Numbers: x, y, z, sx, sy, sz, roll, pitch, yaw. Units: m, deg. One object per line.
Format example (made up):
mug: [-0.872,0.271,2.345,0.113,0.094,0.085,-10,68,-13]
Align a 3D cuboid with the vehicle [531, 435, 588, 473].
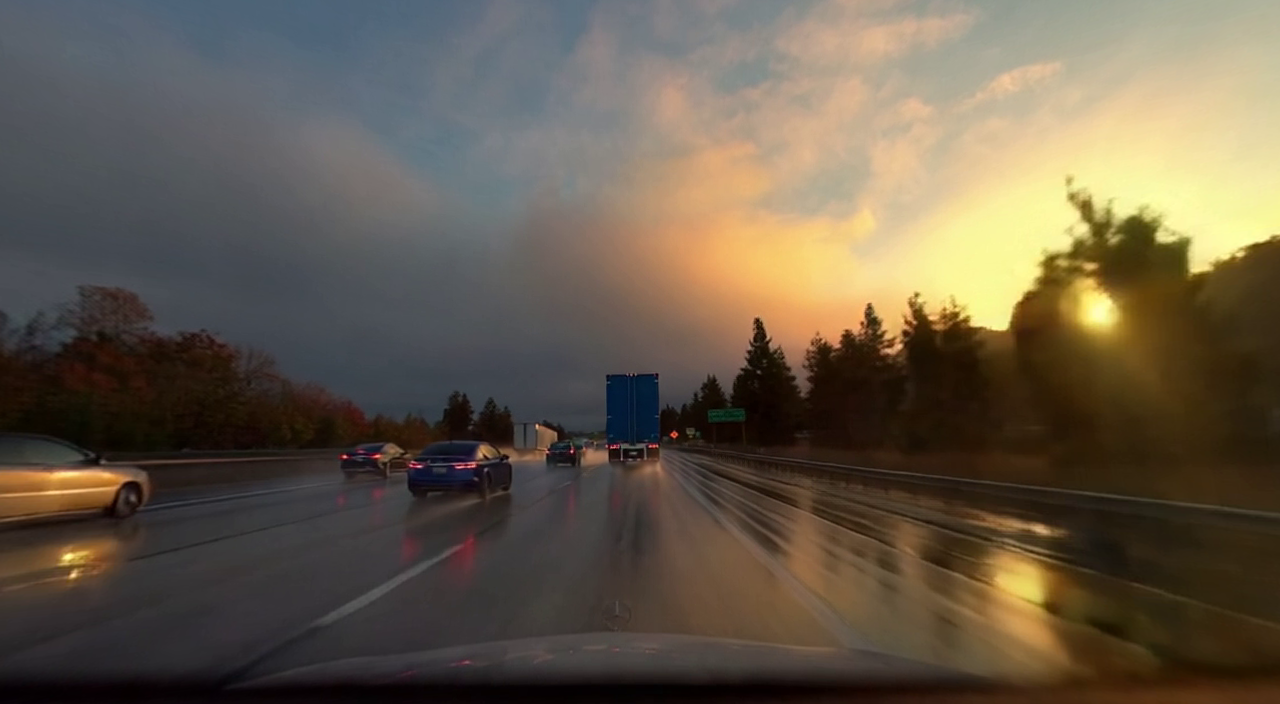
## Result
vehicle: [-3.763,4.863,30.223,2.158,1.680,4.087,0,-8,1]

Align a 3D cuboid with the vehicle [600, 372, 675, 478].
vehicle: [-0.276,3.584,29.873,2.913,4.113,10.724,0,-8,-2]

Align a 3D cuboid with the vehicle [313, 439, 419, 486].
vehicle: [-9.599,3.884,22.481,1.863,1.474,4.278,0,-8,0]

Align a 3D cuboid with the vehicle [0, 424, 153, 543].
vehicle: [-9.561,1.843,8.957,1.952,1.590,4.090,0,-8,0]

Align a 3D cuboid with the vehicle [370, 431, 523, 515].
vehicle: [-4.103,2.624,14.163,2.164,1.582,3.979,0,-8,0]
